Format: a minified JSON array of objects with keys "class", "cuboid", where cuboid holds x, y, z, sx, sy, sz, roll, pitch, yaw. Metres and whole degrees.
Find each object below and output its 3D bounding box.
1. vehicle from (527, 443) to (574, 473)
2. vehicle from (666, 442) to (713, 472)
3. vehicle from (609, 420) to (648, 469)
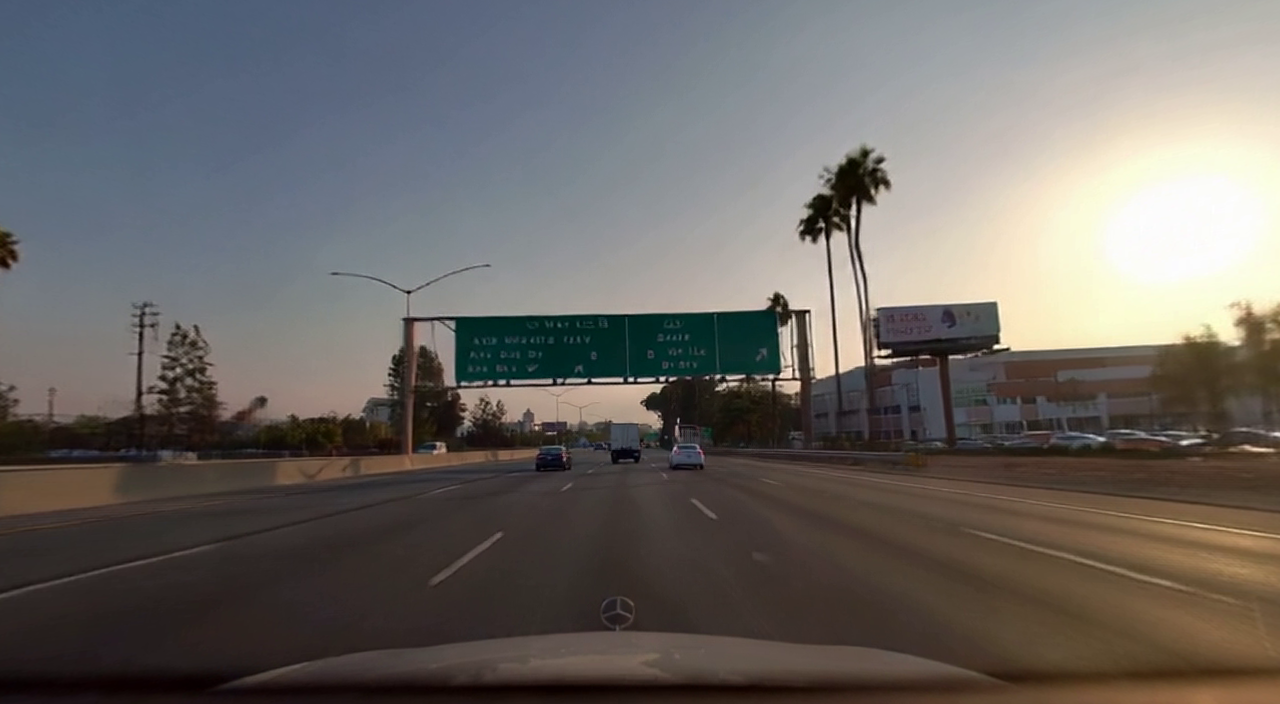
[{"class":"vehicle","cuboid":[-4.967,5.940,35.708,2.021,1.598,4.887,0,-8,-1]},{"class":"vehicle","cuboid":[2.796,6.042,36.578,2.175,1.598,4.584,0,-8,-2]},{"class":"vehicle","cuboid":[-0.780,6.156,42.007,2.364,2.953,6.495,0,-8,-2]}]
